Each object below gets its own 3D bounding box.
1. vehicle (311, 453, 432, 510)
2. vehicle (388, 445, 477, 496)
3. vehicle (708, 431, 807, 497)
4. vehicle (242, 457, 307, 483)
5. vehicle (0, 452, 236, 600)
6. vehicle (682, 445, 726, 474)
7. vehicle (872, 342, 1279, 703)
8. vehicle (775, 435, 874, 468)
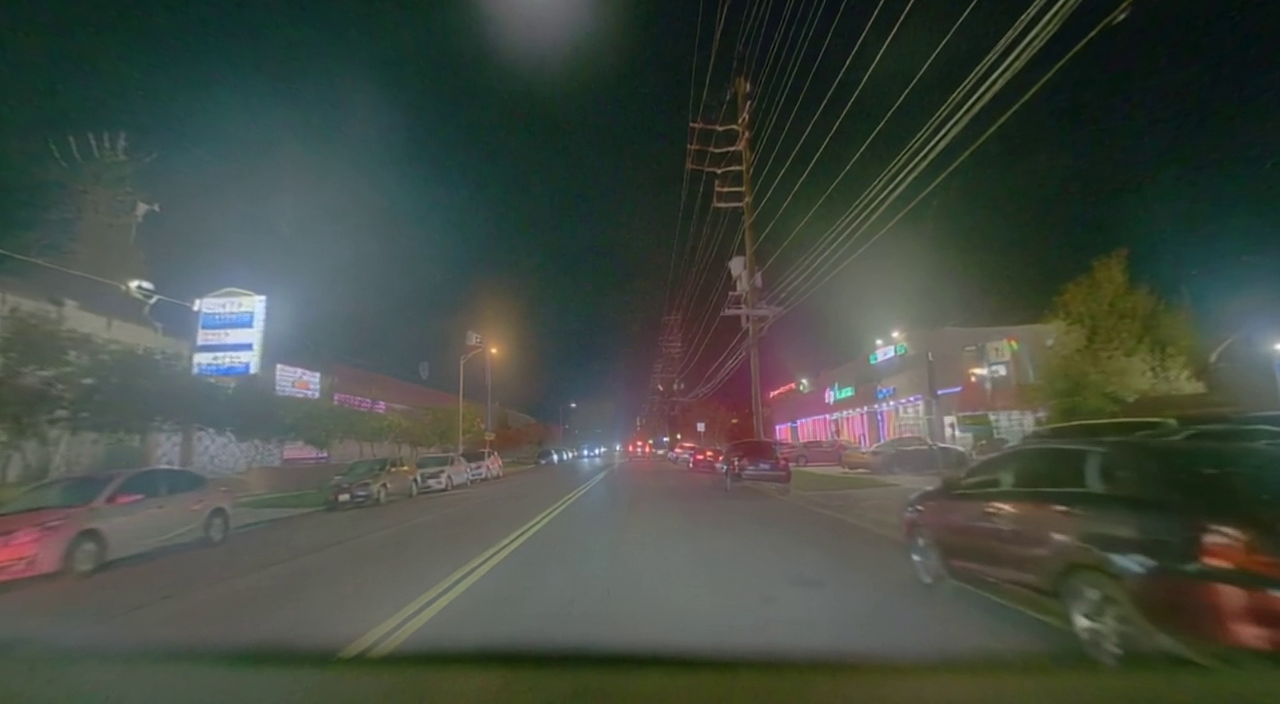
[{"bbox_3d":[-8.676,4.190,20.987,2.022,1.501,4.860,0,-7,-1],"label":"vehicle"},{"bbox_3d":[-8.530,4.859,26.517,2.045,1.820,4.858,0,-7,0],"label":"vehicle"},{"bbox_3d":[3.493,3.442,19.796,2.088,1.765,4.704,0,-9,-1],"label":"vehicle"},{"bbox_3d":[-23.428,7.540,40.639,1.866,1.397,3.991,-2,-9,-2],"label":"vehicle"},{"bbox_3d":[-8.565,2.450,9.647,1.860,1.565,4.569,-2,-7,-1],"label":"vehicle"},{"bbox_3d":[3.431,5.886,34.809,1.866,1.439,4.482,0,-9,-1],"label":"vehicle"},{"bbox_3d":[3.446,1.130,4.224,1.962,1.752,4.478,0,-10,-1],"label":"vehicle"},{"bbox_3d":[9.954,5.394,34.405,4.744,1.610,1.921,-2,-8,1],"label":"vehicle"}]
